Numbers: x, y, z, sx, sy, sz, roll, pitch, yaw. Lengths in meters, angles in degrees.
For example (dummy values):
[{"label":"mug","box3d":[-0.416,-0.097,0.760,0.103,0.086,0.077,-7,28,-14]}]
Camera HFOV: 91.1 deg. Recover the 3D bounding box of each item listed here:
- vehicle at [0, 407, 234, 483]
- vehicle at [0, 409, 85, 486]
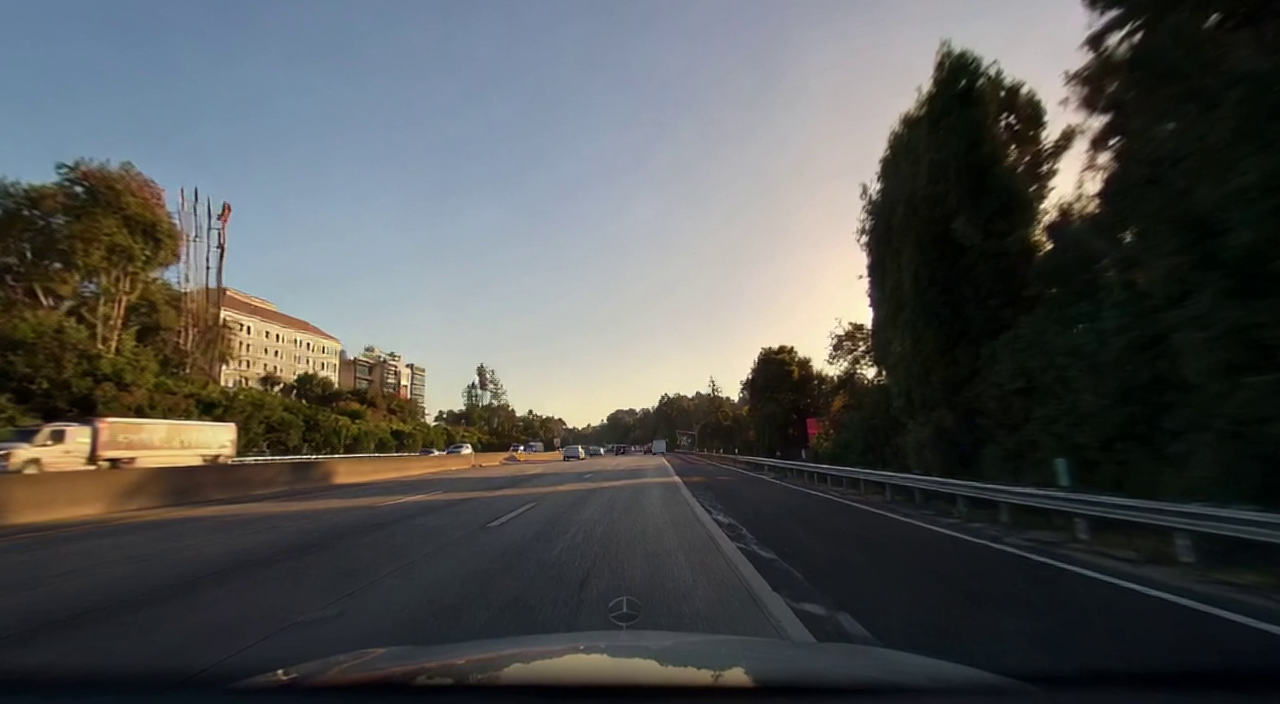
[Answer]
[{"label":"vehicle","box3d":[-35.133,6.405,43.276,2.951,4.166,16.562,0,-8,1]},{"label":"vehicle","box3d":[-35.286,5.269,34.620,2.956,3.992,6.619,0,-8,2]}]
